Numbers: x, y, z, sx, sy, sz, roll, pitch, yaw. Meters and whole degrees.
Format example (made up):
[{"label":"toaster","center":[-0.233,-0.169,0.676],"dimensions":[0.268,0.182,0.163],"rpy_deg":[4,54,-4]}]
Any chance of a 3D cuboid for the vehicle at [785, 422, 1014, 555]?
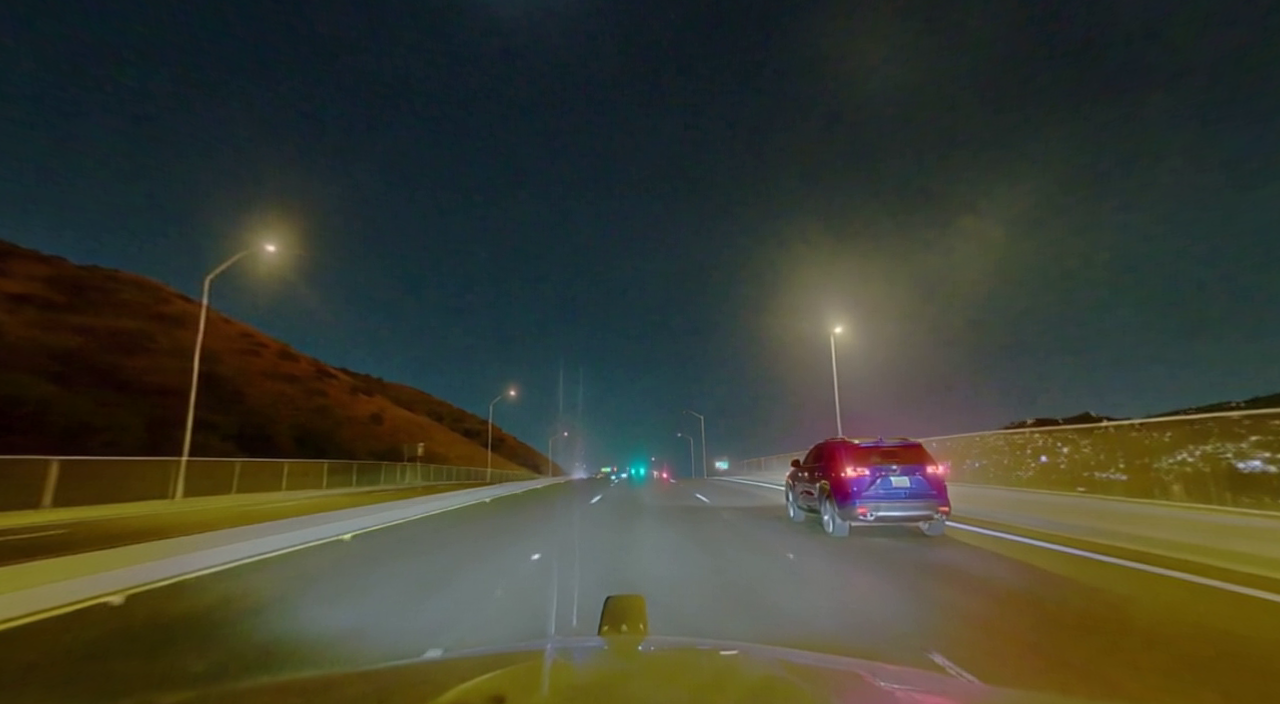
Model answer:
[{"label":"vehicle","center":[3.905,2.117,10.487],"dimensions":[1.989,1.730,4.324],"rpy_deg":[0,-9,1]}]
